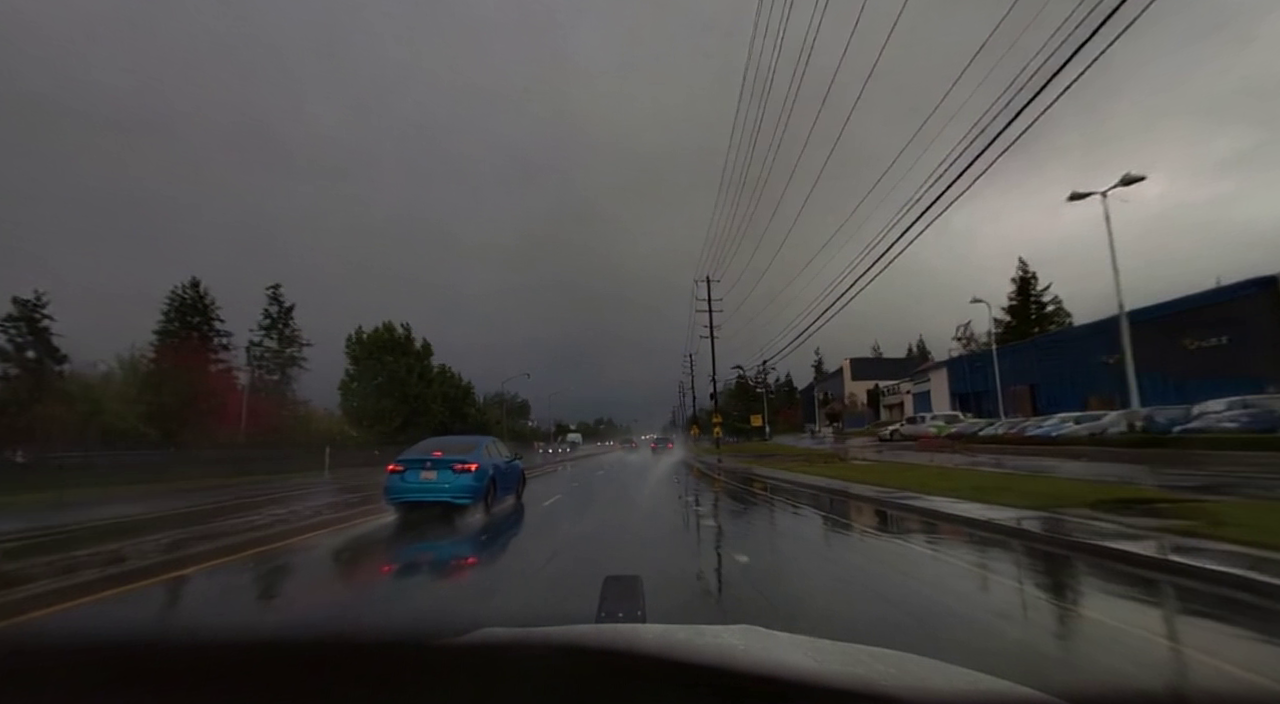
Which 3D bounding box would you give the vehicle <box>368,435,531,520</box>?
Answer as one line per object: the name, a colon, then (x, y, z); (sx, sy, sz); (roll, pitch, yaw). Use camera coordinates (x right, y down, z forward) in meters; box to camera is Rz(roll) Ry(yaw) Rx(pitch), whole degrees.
vehicle: (-3.817, 2.584, 13.636); (1.928, 1.488, 4.635); (0, -8, 2)
